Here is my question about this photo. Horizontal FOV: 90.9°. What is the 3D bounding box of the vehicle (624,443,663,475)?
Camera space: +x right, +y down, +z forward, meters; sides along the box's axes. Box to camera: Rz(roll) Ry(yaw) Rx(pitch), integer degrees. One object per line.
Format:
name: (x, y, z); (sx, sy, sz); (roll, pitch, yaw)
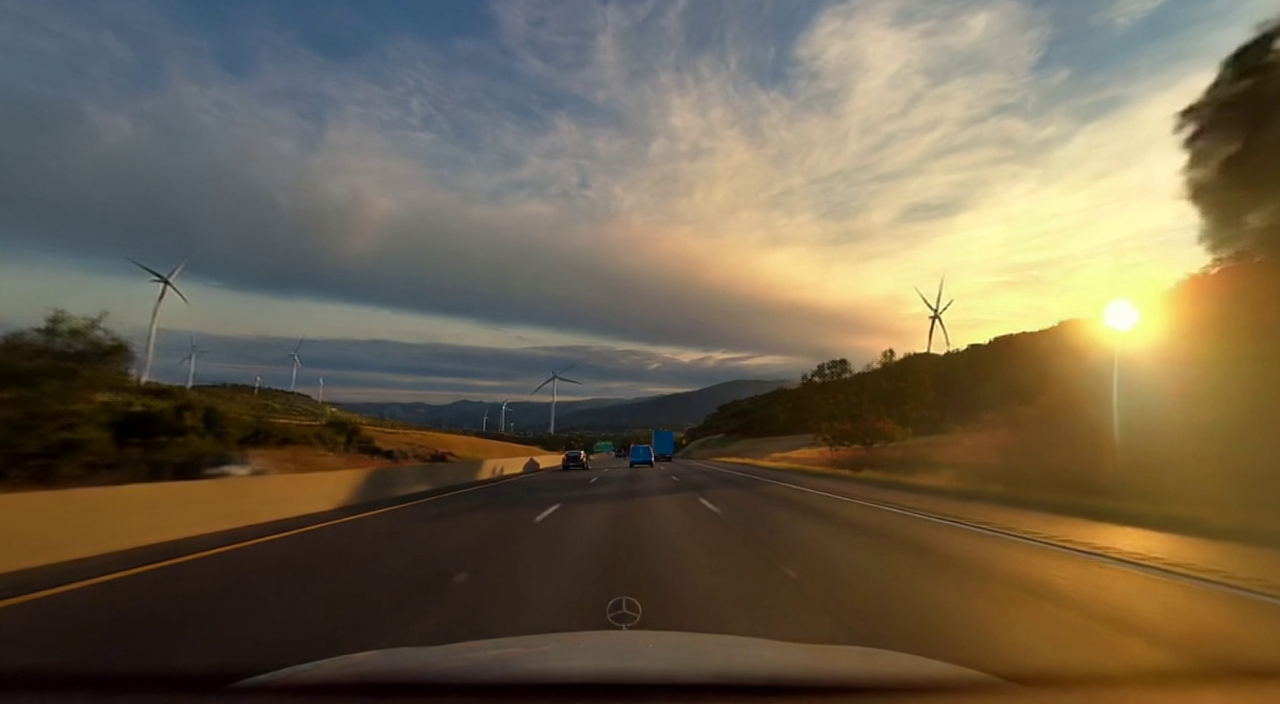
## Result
vehicle: (0.189, 6.118, 36.192); (2.083, 1.689, 4.083); (0, -9, 0)

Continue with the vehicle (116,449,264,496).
vehicle: (-18.745, 5.017, 26.720); (2.110, 1.747, 5.663); (0, -9, -1)

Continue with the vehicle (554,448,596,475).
vehicle: (-3.752, 6.392, 37.030); (1.984, 1.491, 4.341); (0, -9, 1)
